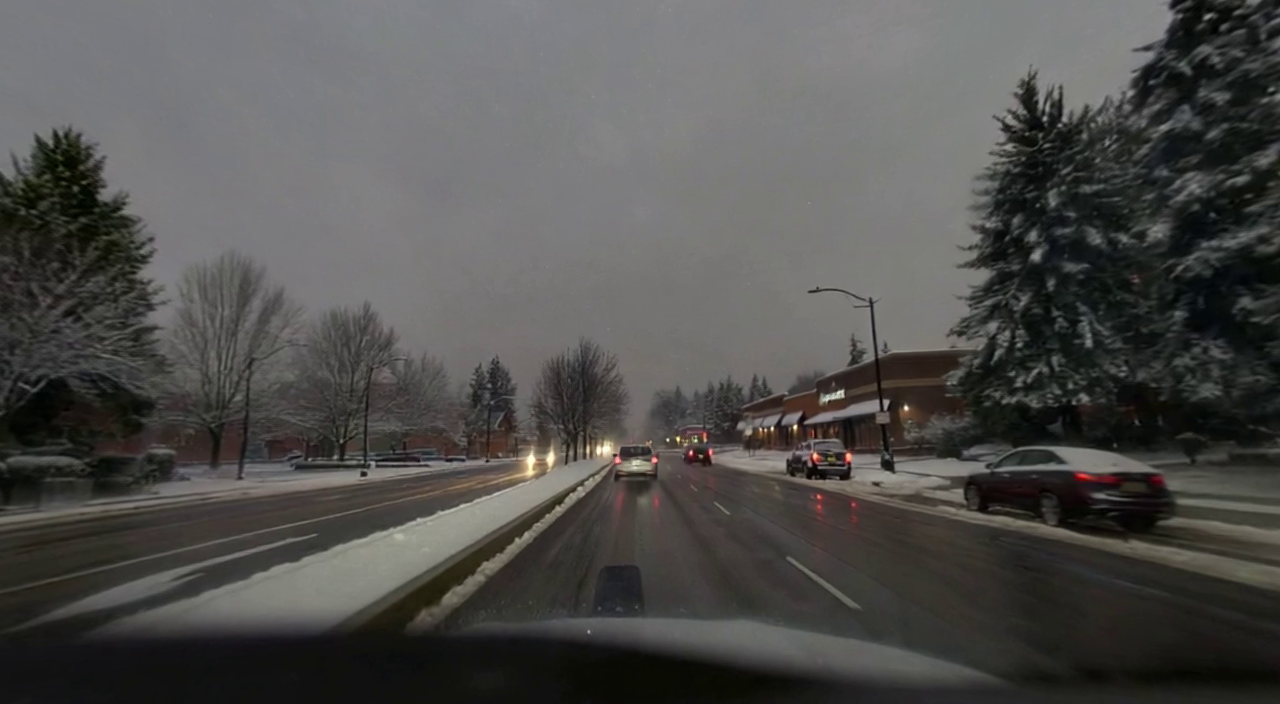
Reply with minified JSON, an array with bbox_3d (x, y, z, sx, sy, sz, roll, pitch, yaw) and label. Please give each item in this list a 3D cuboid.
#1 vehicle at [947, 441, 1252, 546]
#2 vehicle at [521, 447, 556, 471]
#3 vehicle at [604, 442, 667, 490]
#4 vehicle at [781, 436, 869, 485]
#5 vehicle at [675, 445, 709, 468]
[{"bbox_3d":[7.747,2.387,11.450,1.942,1.473,4.742,0,-9,0],"label":"vehicle"},{"bbox_3d":[-6.809,7.206,42.788,1.999,1.531,4.011,0,-9,-4],"label":"vehicle"},{"bbox_3d":[-0.166,3.871,21.748,2.006,1.487,3.535,0,-9,-1],"label":"vehicle"},{"bbox_3d":[7.531,4.462,26.338,2.165,1.787,5.231,0,-9,1],"label":"vehicle"},{"bbox_3d":[3.493,7.051,42.831,1.910,1.474,4.003,0,-9,-1],"label":"vehicle"}]
